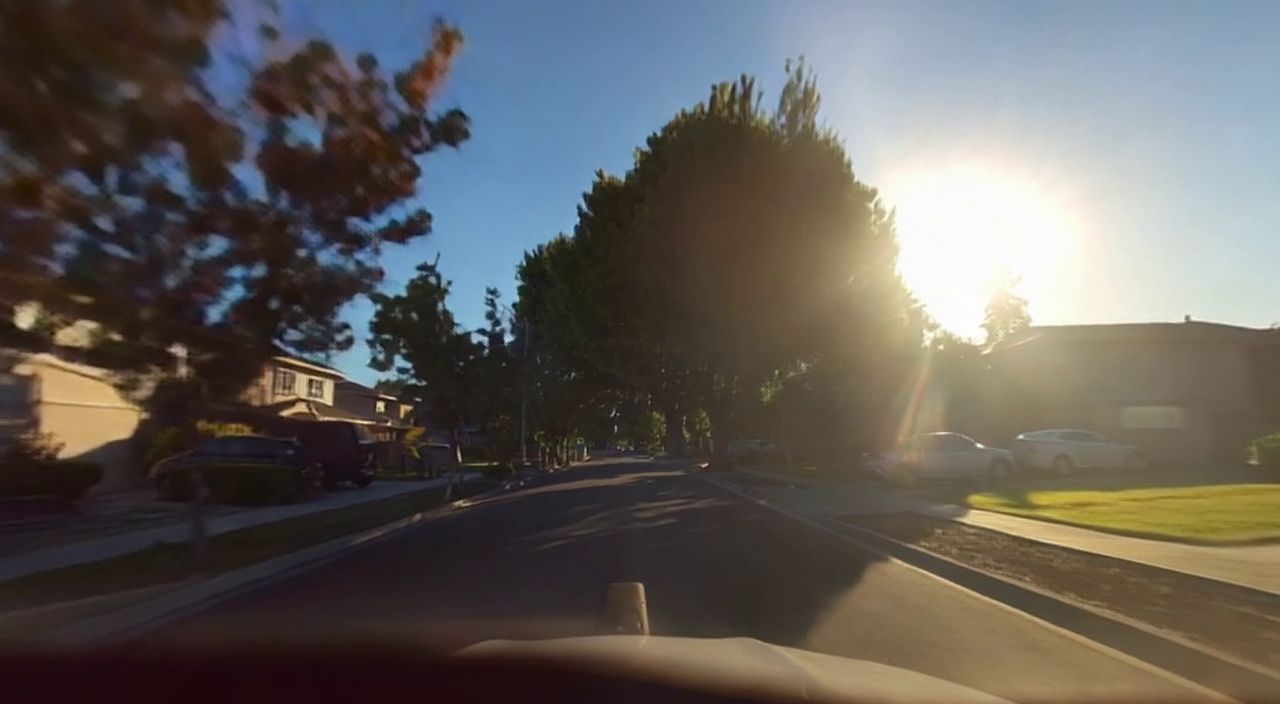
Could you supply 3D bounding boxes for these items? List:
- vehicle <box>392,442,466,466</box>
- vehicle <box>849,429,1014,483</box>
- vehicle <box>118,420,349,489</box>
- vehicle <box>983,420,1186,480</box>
[{"bbox_3d":[-13.893,6.712,41.786,4.190,1.529,1.880,0,-8,-4],"label":"vehicle"},{"bbox_3d":[9.750,3.516,21.435,4.582,1.719,1.947,0,-8,-1],"label":"vehicle"},{"bbox_3d":[-12.511,3.195,19.801,5.618,1.997,2.201,0,-9,-1],"label":"vehicle"},{"bbox_3d":[15.220,3.408,21.889,5.395,1.917,2.153,1,-9,-2],"label":"vehicle"}]
